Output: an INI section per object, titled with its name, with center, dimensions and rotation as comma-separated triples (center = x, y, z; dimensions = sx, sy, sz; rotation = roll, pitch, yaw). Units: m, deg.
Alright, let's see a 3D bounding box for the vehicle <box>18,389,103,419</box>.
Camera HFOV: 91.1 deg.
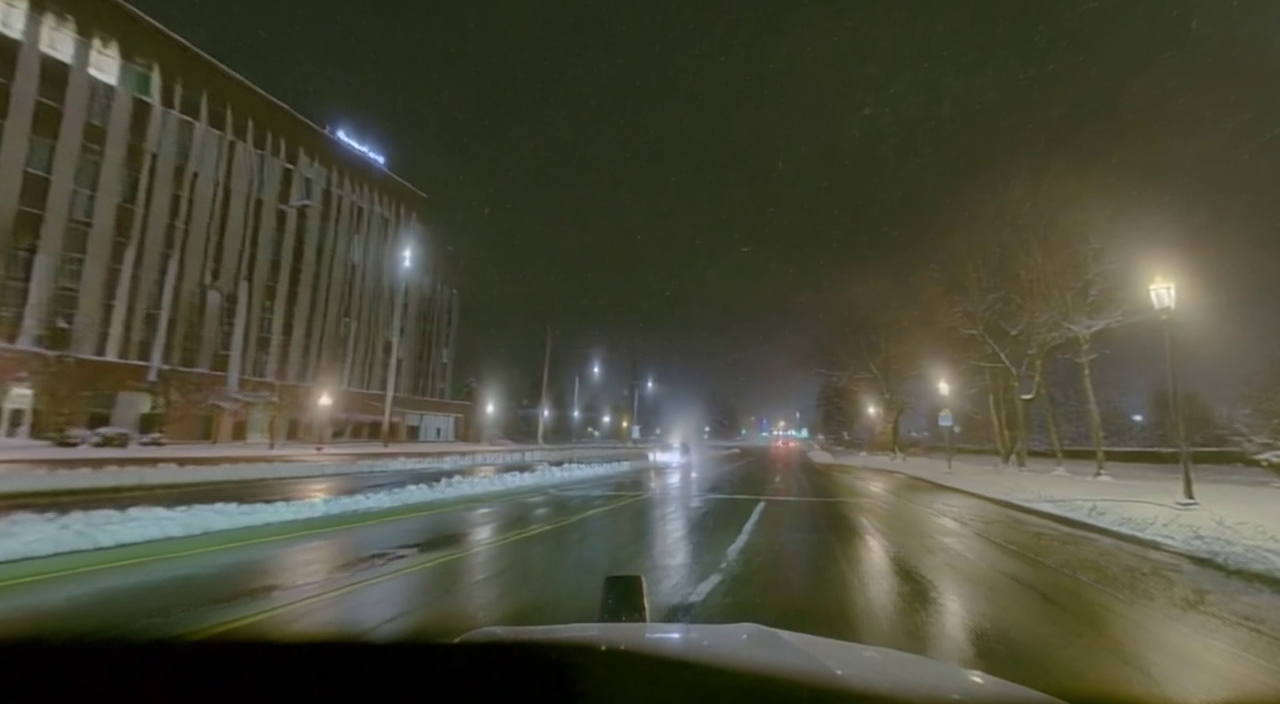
[vehicle]
center = -38.821, 3.519, 42.081
dimensions = 4.080, 1.657, 1.859
rotation = 1, -12, 12
